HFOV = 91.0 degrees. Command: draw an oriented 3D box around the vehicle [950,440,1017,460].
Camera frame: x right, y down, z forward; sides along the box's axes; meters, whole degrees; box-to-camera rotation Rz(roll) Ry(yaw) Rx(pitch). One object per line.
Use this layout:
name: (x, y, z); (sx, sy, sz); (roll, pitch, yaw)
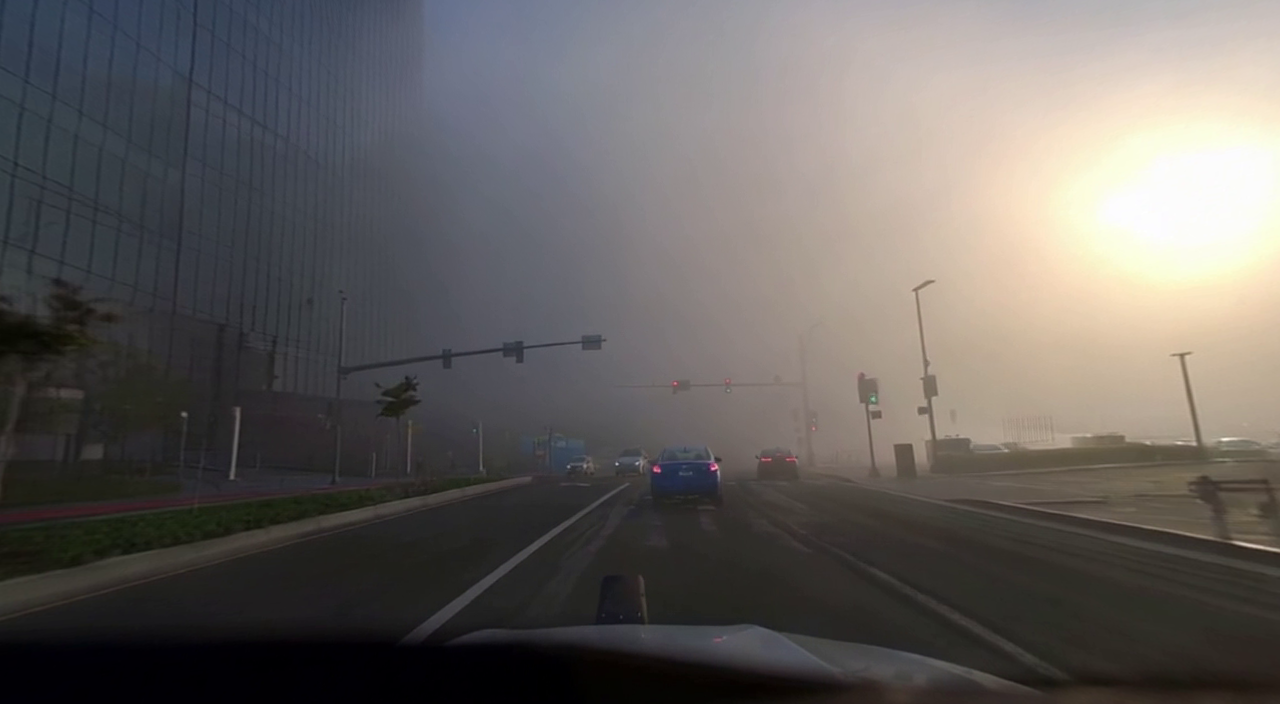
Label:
vehicle: (26.941, 7.713, 49.542); (4.154, 1.475, 1.862); (-2, -9, 10)

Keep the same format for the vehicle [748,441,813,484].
vehicle: (5.342, 4.265, 24.479); (1.916, 1.492, 3.911); (-1, -9, 5)

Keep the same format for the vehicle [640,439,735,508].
vehicle: (1.176, 3.043, 16.134); (2.127, 1.497, 4.020); (-1, -9, 3)

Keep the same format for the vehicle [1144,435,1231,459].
vehicle: (39.418, 6.876, 45.434); (4.274, 1.503, 1.755); (-4, -11, 9)
